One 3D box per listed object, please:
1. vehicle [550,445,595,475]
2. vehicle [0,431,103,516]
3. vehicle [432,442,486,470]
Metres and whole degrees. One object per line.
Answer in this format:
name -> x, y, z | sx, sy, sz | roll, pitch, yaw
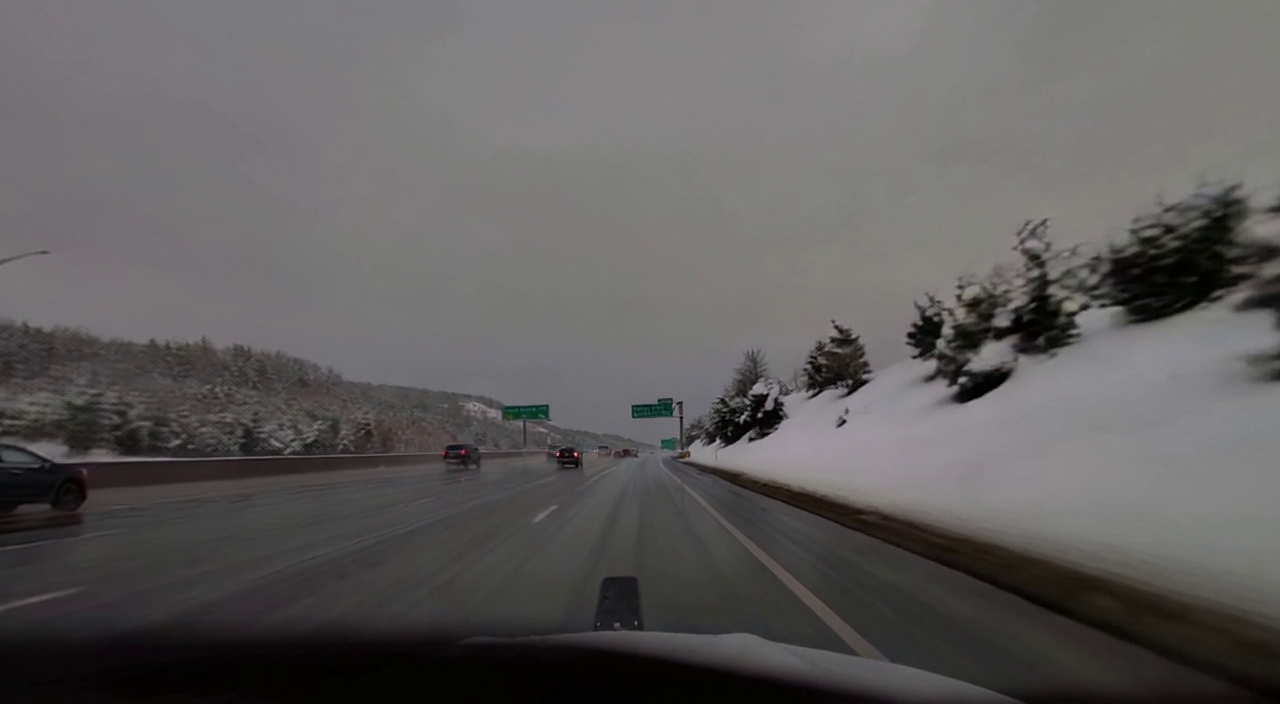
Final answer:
vehicle -> -3.595, 5.848, 34.341 | 1.931, 1.492, 4.076 | 0, -8, 1
vehicle -> -13.307, 2.316, 12.031 | 2.035, 1.630, 4.527 | 0, -8, 2
vehicle -> -12.167, 6.983, 42.716 | 2.076, 1.766, 4.831 | 0, -8, 2
